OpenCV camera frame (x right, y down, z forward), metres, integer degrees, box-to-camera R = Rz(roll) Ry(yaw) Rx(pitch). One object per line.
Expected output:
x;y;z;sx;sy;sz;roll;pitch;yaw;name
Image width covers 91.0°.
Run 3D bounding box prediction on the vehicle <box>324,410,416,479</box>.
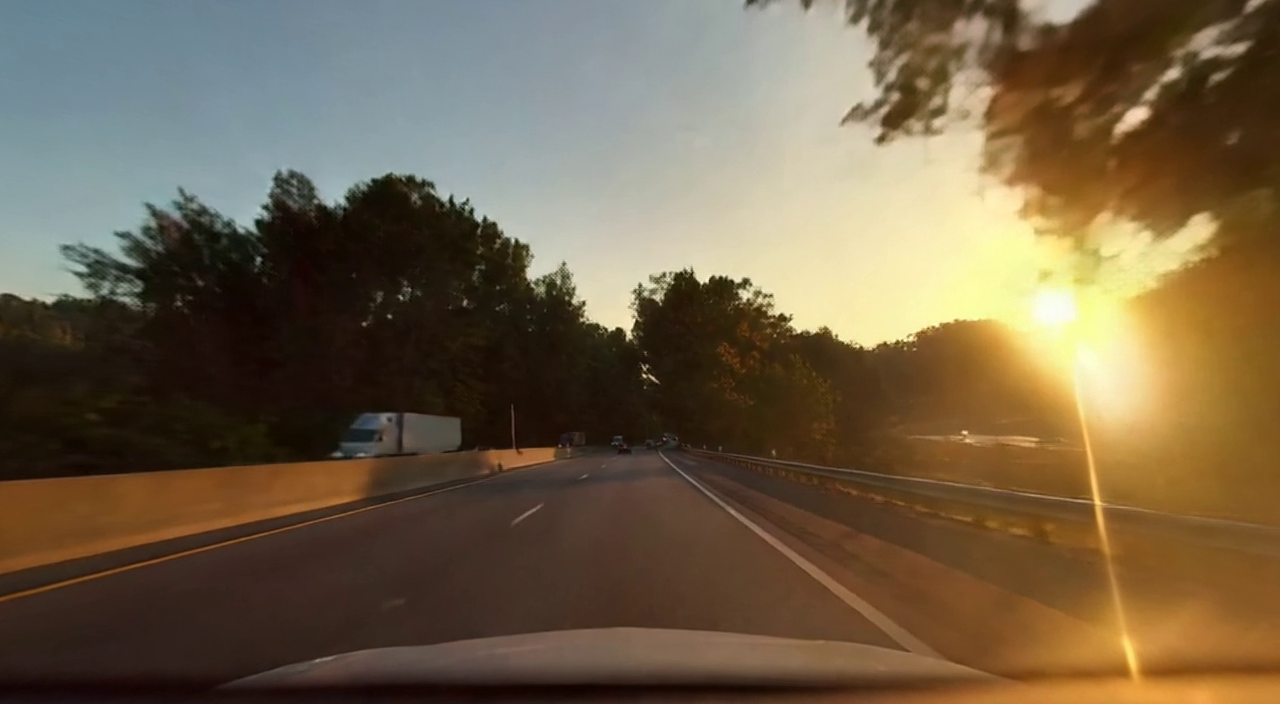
-16.629;5.737;39.239;3.011;3.942;5.865;0;-8;0;vehicle
